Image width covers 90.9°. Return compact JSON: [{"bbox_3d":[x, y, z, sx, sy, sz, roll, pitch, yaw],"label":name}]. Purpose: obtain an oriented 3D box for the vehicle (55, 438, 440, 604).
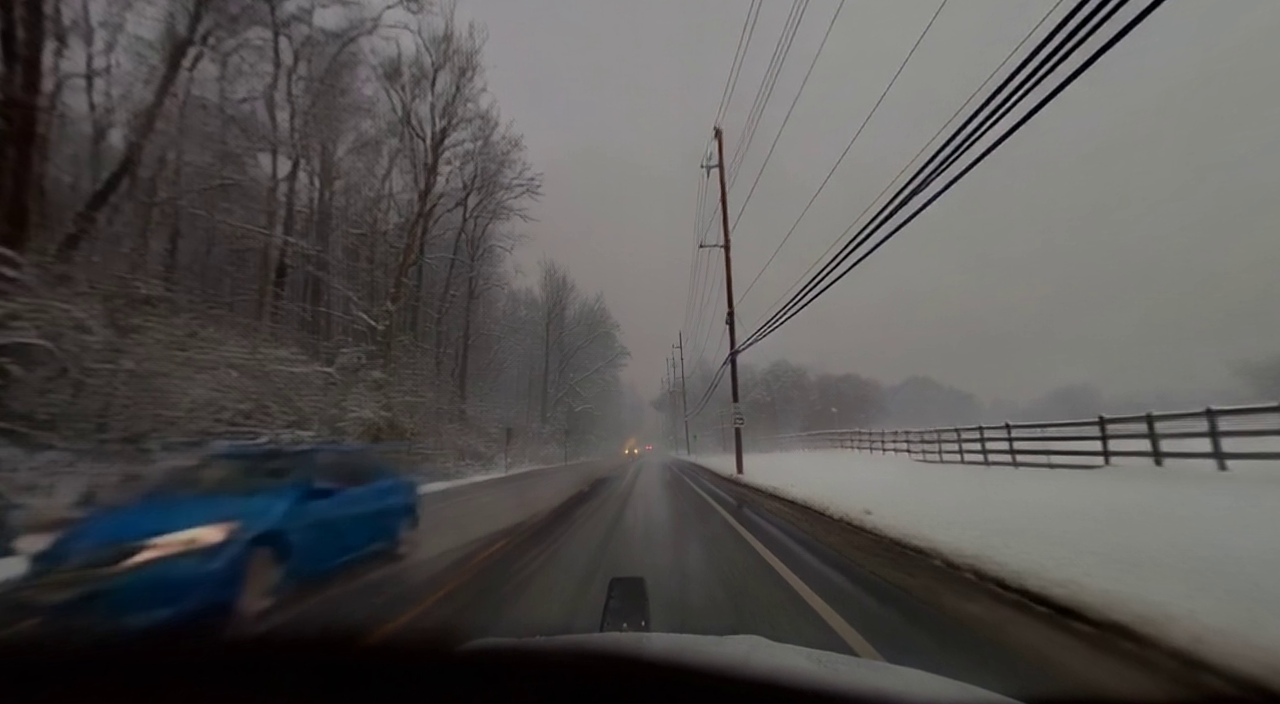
[{"bbox_3d":[-4.294,1.884,8.019,1.975,1.481,4.445,0,-9,1],"label":"vehicle"}]
